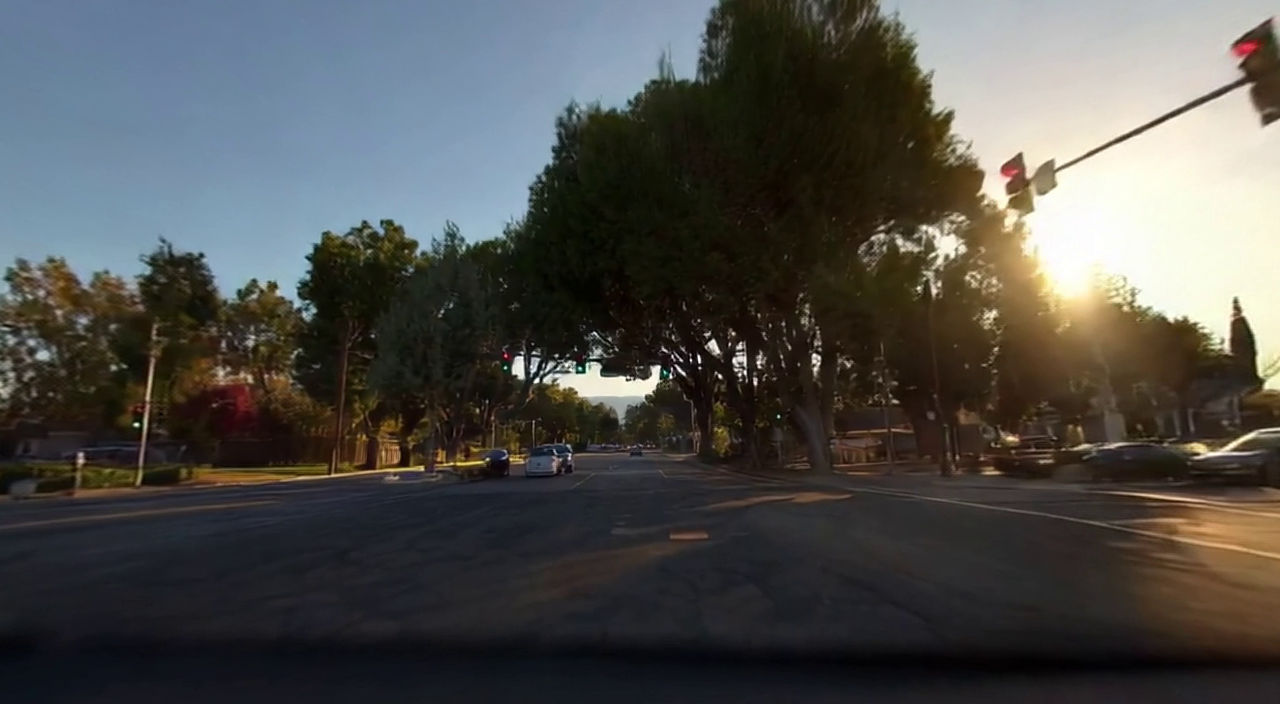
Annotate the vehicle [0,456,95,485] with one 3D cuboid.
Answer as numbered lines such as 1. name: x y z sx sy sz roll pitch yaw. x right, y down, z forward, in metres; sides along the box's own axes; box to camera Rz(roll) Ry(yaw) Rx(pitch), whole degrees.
1. vehicle: -38.004 7.550 40.431 1.959 1.633 4.579 -3 -9 1

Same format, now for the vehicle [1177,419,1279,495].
1. vehicle: 17.463 2.629 16.594 4.721 1.637 2.256 -4 -8 -8

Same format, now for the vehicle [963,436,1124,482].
1. vehicle: 15.964 4.258 25.095 4.904 1.598 2.326 0 -10 -8

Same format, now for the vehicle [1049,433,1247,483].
1. vehicle: 15.622 3.262 19.541 4.582 1.436 2.073 1 -9 -7
